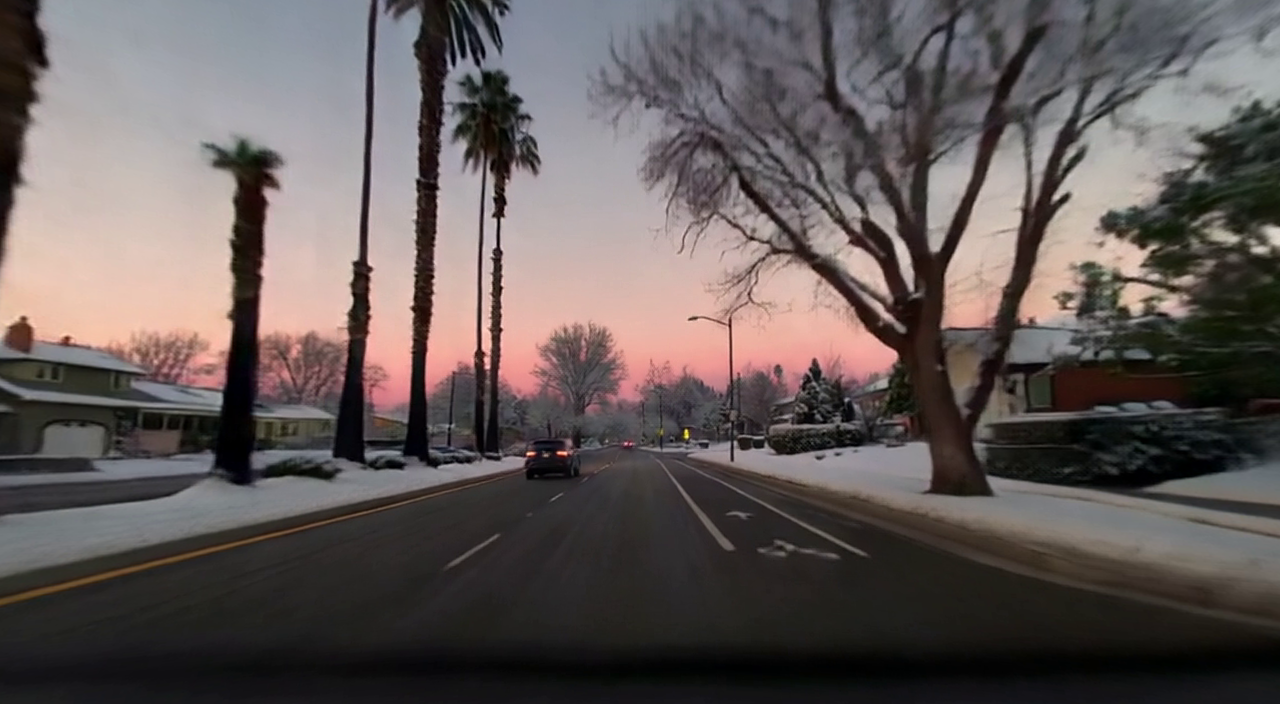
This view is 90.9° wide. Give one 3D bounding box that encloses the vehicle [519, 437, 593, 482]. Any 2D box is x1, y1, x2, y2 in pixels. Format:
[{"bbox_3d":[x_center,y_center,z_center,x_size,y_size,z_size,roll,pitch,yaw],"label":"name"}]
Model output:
[{"bbox_3d":[-3.010,3.979,23.616,2.075,1.498,4.730,0,-8,1],"label":"vehicle"}]
